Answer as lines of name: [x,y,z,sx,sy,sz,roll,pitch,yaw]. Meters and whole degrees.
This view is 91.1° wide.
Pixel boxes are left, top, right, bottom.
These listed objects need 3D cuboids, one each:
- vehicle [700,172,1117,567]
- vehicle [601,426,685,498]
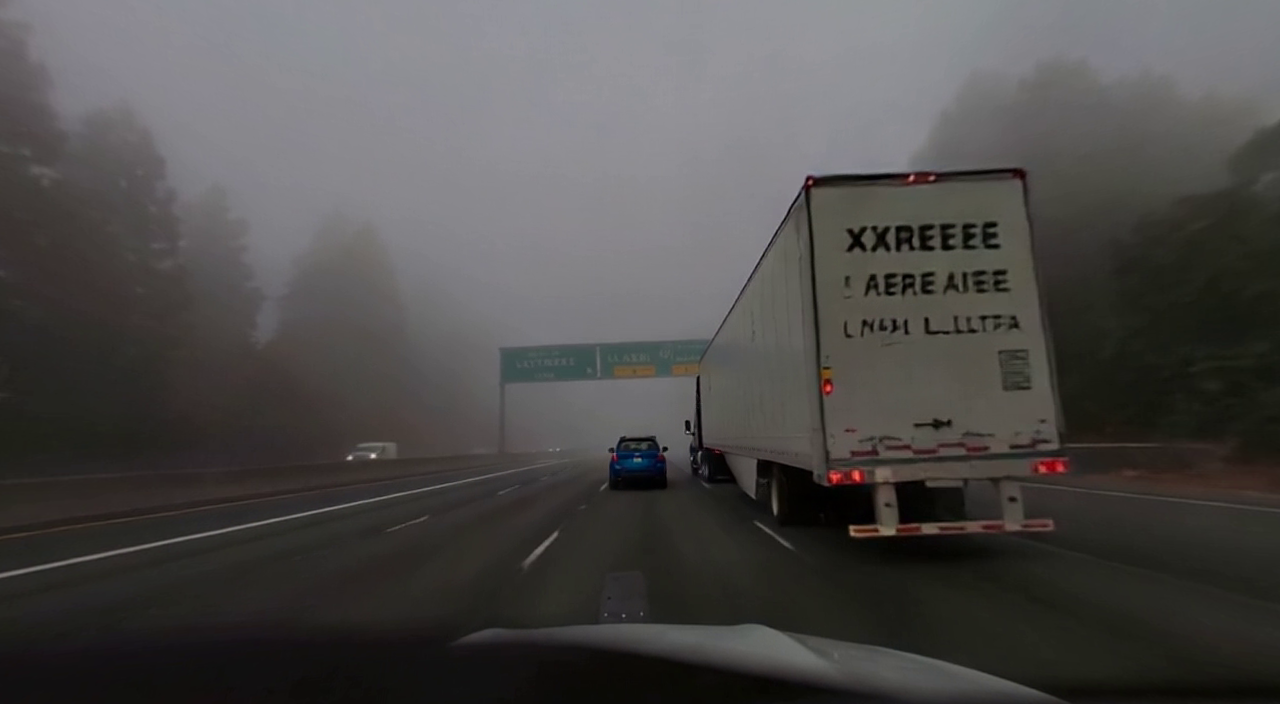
vehicle: [3.453,1.250,14.414,2.909,4.135,15.820,-1,-8,1]
vehicle: [0.073,3.013,17.567,2.054,1.706,4.201,-1,-8,0]
